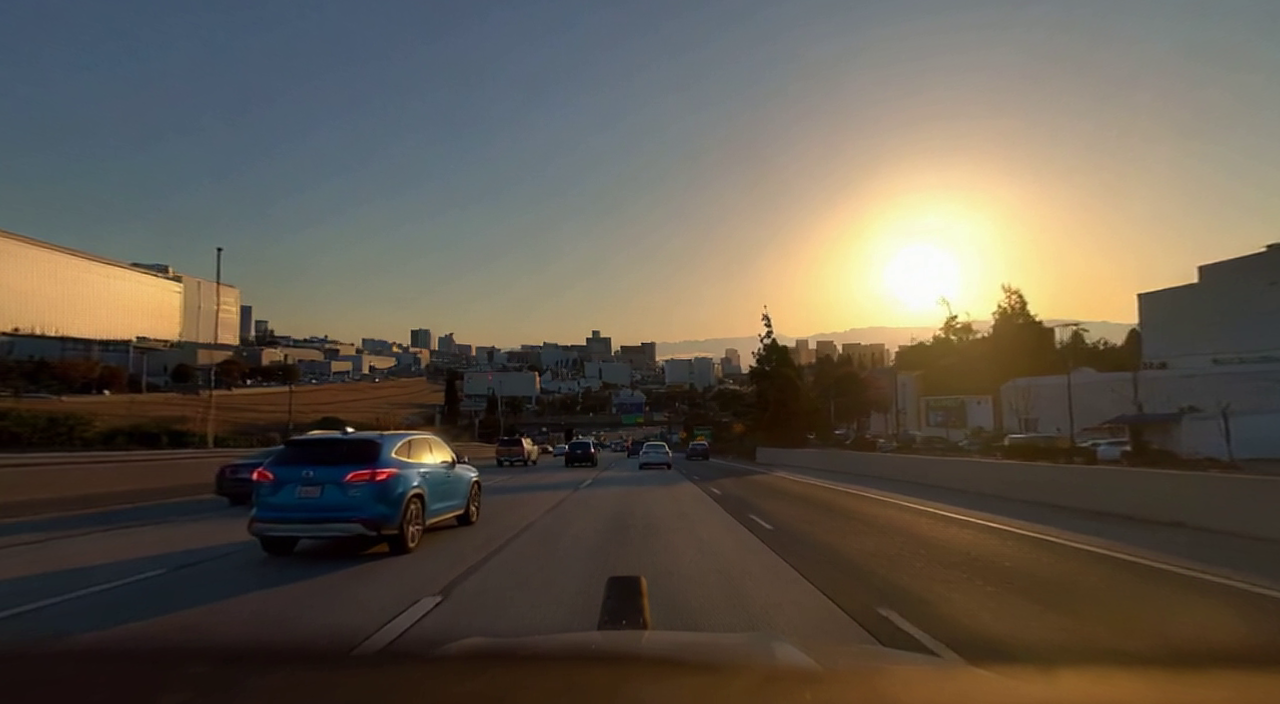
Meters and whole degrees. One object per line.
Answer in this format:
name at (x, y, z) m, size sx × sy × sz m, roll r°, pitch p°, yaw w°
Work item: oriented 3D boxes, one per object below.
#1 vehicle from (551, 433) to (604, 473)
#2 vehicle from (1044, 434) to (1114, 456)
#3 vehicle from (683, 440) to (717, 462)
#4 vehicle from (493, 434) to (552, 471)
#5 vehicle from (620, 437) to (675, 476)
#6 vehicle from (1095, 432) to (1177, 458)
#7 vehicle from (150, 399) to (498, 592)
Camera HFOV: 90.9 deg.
vehicle at (-2.877, 4.777, 29.985) m, size 2.007 × 1.730 × 4.412 m, roll 0°, pitch -8°, yaw 1°
vehicle at (30.082, 6.384, 43.365) m, size 1.749 × 1.454 × 4.210 m, roll 0°, pitch -8°, yaw 0°
vehicle at (4.332, 7.201, 46.102) m, size 1.980 × 1.492 × 4.442 m, roll 0°, pitch -8°, yaw -1°
vehicle at (-6.160, 5.342, 33.809) m, size 2.125 × 1.804 × 4.864 m, roll 0°, pitch -8°, yaw 1°
vehicle at (0.292, 4.337, 26.334) m, size 2.090 × 1.474 × 3.970 m, roll 0°, pitch -8°, yaw 0°
vehicle at (30.036, 5.671, 38.329) m, size 1.743 × 1.467 × 4.058 m, roll 0°, pitch -8°, yaw 2°
vehicle at (-3.306, 1.595, 7.868) m, size 1.961 × 1.687 × 4.453 m, roll 0°, pitch -8°, yaw 1°
